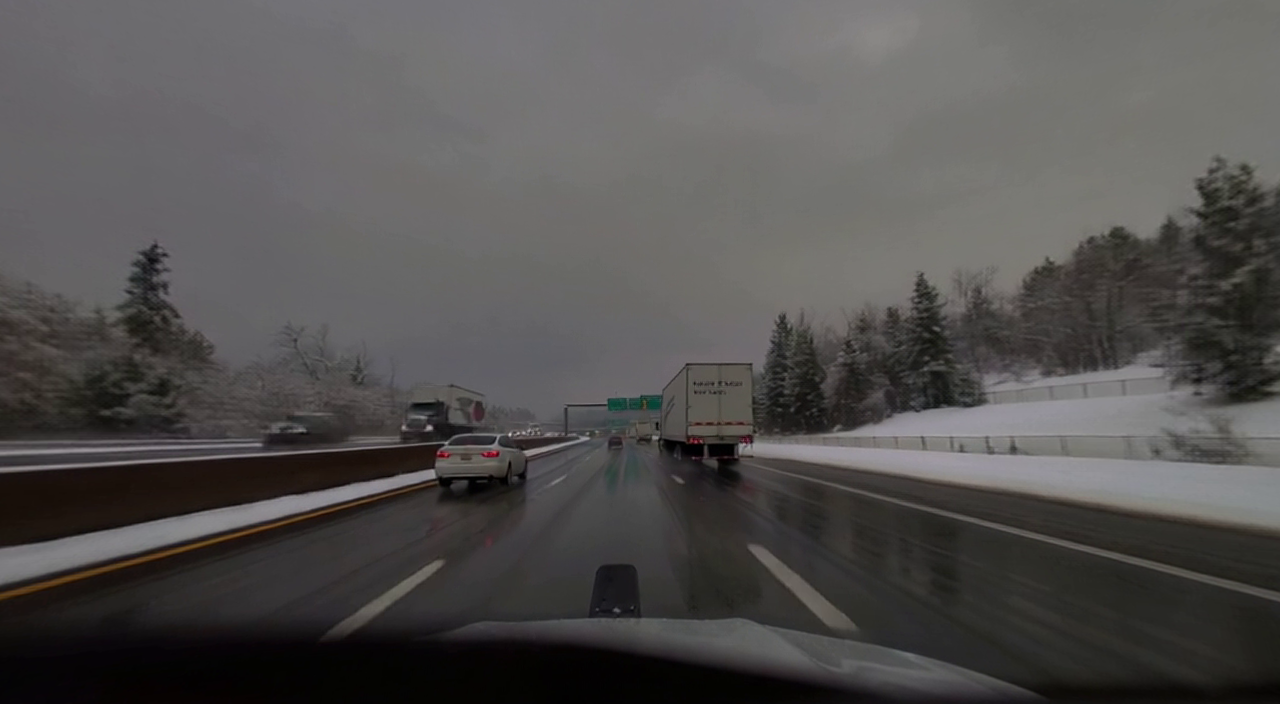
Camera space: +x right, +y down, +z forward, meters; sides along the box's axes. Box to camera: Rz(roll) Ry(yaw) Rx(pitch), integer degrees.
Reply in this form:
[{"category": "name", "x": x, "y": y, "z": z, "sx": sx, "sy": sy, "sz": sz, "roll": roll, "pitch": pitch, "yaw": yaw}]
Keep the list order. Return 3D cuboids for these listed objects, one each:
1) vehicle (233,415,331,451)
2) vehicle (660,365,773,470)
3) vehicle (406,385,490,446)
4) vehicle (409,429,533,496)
[{"category": "vehicle", "x": -16.170, "y": 3.718, "z": 28.774, "sx": 1.921, "sy": 1.482, "sz": 4.487, "roll": 0, "pitch": -8, "yaw": -1}, {"category": "vehicle", "x": 3.197, "y": 3.466, "z": 31.628, "sx": 3.241, "sy": 4.042, "sz": 14.292, "roll": 0, "pitch": -8, "yaw": -3}, {"category": "vehicle", "x": -12.894, "y": 4.543, "z": 43.468, "sx": 2.938, "sy": 3.692, "sz": 9.880, "roll": 0, "pitch": -8, "yaw": -2}, {"category": "vehicle", "x": -4.065, "y": 2.715, "z": 16.001, "sx": 1.971, "sy": 1.444, "sz": 4.401, "roll": 0, "pitch": -8, "yaw": -1}]
